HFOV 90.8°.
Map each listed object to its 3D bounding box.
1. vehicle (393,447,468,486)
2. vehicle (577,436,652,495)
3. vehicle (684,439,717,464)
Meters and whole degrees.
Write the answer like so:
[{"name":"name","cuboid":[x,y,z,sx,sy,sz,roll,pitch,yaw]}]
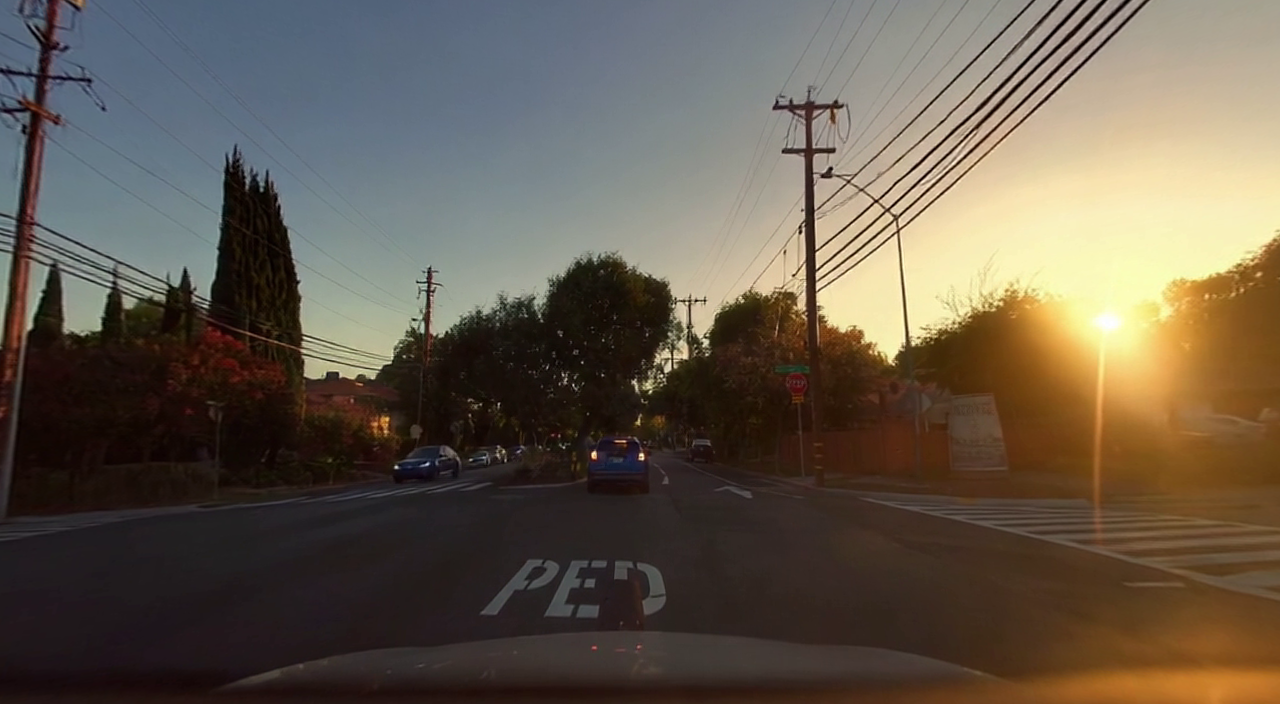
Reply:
[{"name":"vehicle","cuboid":[-8.716,4.767,26.645,1.934,1.506,4.032,0,-8,-3]},{"name":"vehicle","cuboid":[-0.662,3.106,17.657,1.877,1.448,3.830,0,-8,-1]},{"name":"vehicle","cuboid":[4.440,7.407,47.091,2.101,1.744,4.466,0,-8,1]}]
